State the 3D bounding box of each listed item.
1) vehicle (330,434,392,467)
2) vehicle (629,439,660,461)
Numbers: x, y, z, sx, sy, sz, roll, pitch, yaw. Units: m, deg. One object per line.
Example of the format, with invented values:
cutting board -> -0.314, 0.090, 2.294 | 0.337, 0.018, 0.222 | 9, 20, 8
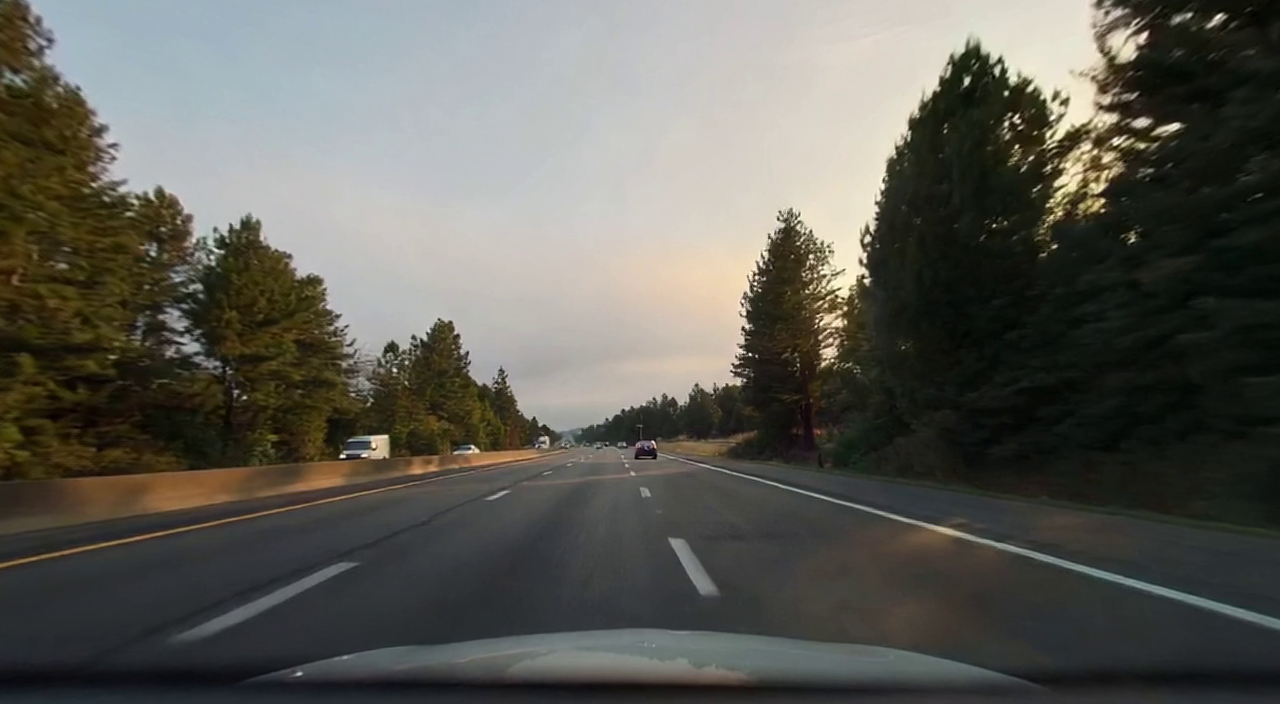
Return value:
vehicle -> -21.704, 7.685, 49.244 | 2.308, 2.388, 5.775 | 0, -8, -2
vehicle -> 0.283, 7.526, 48.580 | 2.251, 1.638, 4.296 | 0, -8, -2
